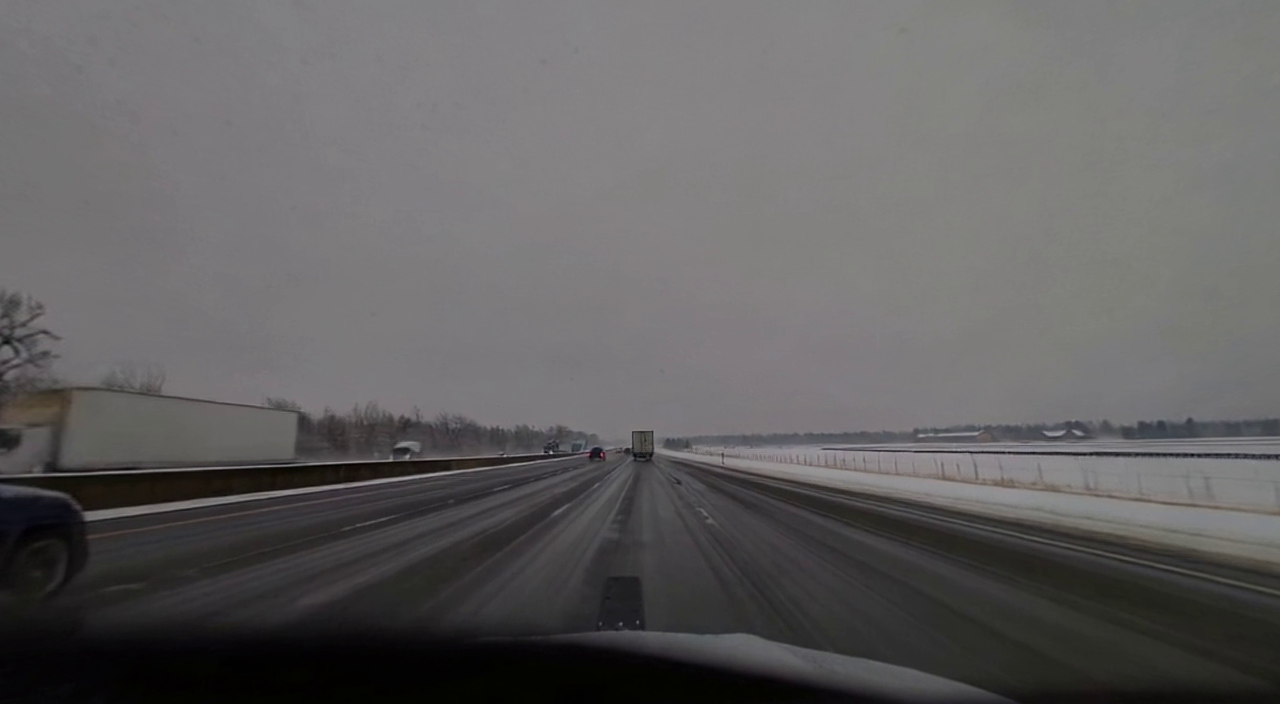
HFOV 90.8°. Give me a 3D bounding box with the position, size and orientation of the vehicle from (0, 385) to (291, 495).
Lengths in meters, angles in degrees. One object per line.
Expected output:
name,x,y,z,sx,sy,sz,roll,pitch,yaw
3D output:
vehicle,-22.807,4.456,30.996,3.098,4.119,14.343,0,-9,0
